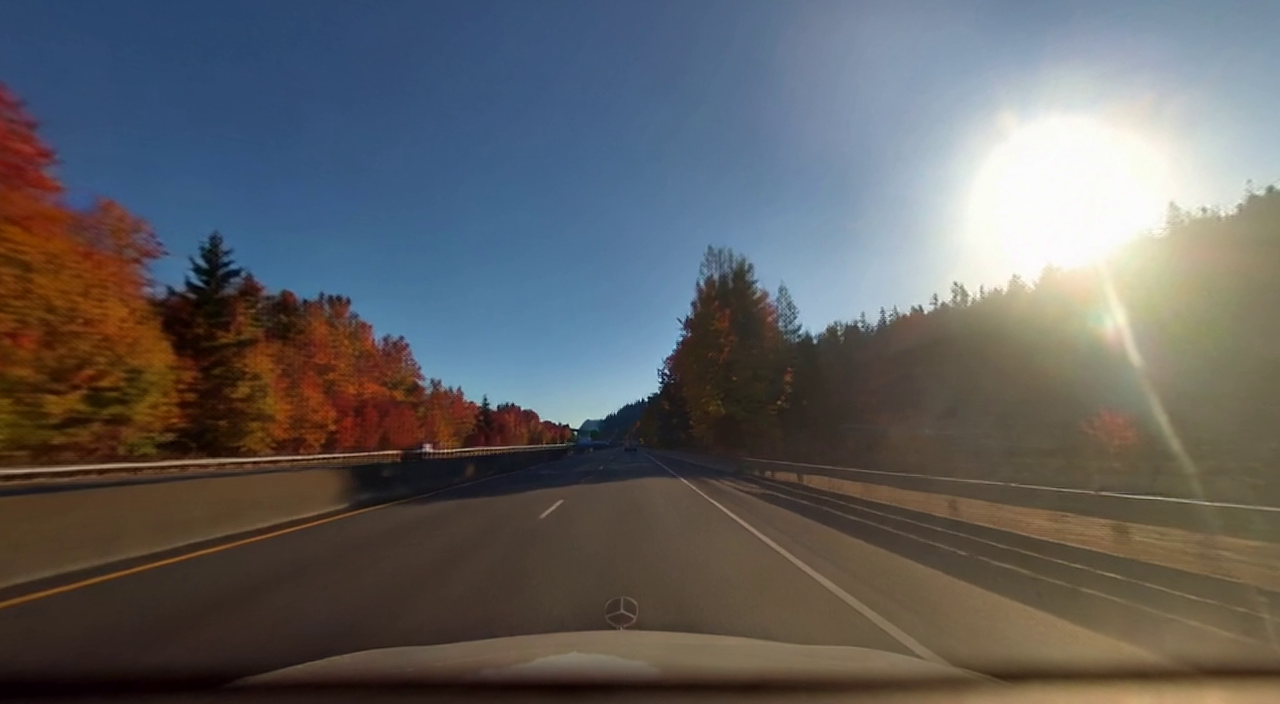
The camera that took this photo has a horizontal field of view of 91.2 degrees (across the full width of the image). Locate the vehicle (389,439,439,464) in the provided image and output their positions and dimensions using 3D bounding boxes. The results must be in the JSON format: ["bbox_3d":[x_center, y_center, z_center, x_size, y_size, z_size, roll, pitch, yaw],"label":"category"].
[{"bbox_3d":[-15.182,6.697,42.340,1.880,1.557,4.116,-1,-9,0],"label":"vehicle"}]
